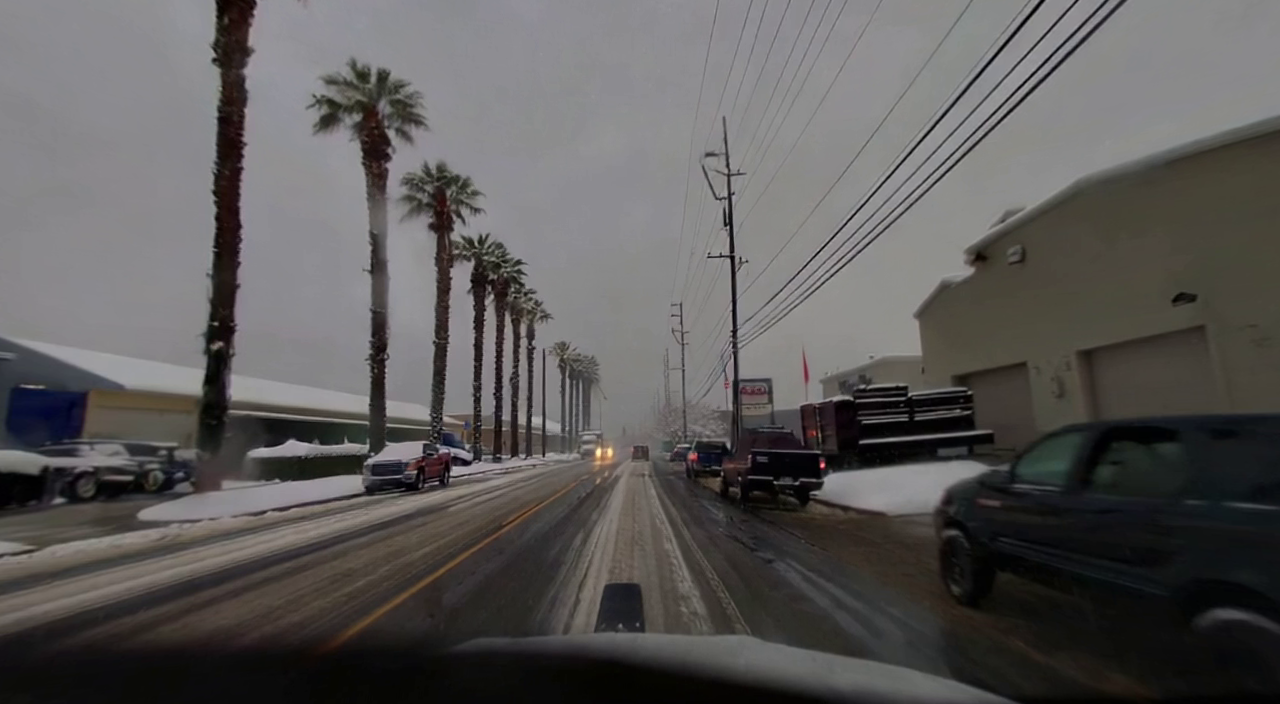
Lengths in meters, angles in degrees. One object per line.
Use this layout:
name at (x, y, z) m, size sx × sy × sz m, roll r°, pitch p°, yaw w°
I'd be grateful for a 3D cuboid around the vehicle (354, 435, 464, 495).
vehicle at (-8.187, 4.056, 23.074) m, size 2.105 × 1.836 × 5.338 m, roll -2°, pitch -9°, yaw -1°

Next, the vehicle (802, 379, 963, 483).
vehicle at (7.988, 2.827, 21.987) m, size 2.993 × 3.033 × 6.781 m, roll 0°, pitch -9°, yaw 1°

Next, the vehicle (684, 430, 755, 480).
vehicle at (3.403, 4.603, 28.459) m, size 2.345 × 1.969 × 6.070 m, roll 0°, pitch -9°, yaw -1°

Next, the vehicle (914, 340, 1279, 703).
vehicle at (3.661, 0.964, 3.318) m, size 2.069 × 1.784 × 5.384 m, roll 0°, pitch -9°, yaw 1°

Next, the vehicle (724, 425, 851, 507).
vehicle at (3.629, 2.917, 16.604) m, size 2.098 × 1.816 × 4.709 m, roll 0°, pitch -9°, yaw -1°
